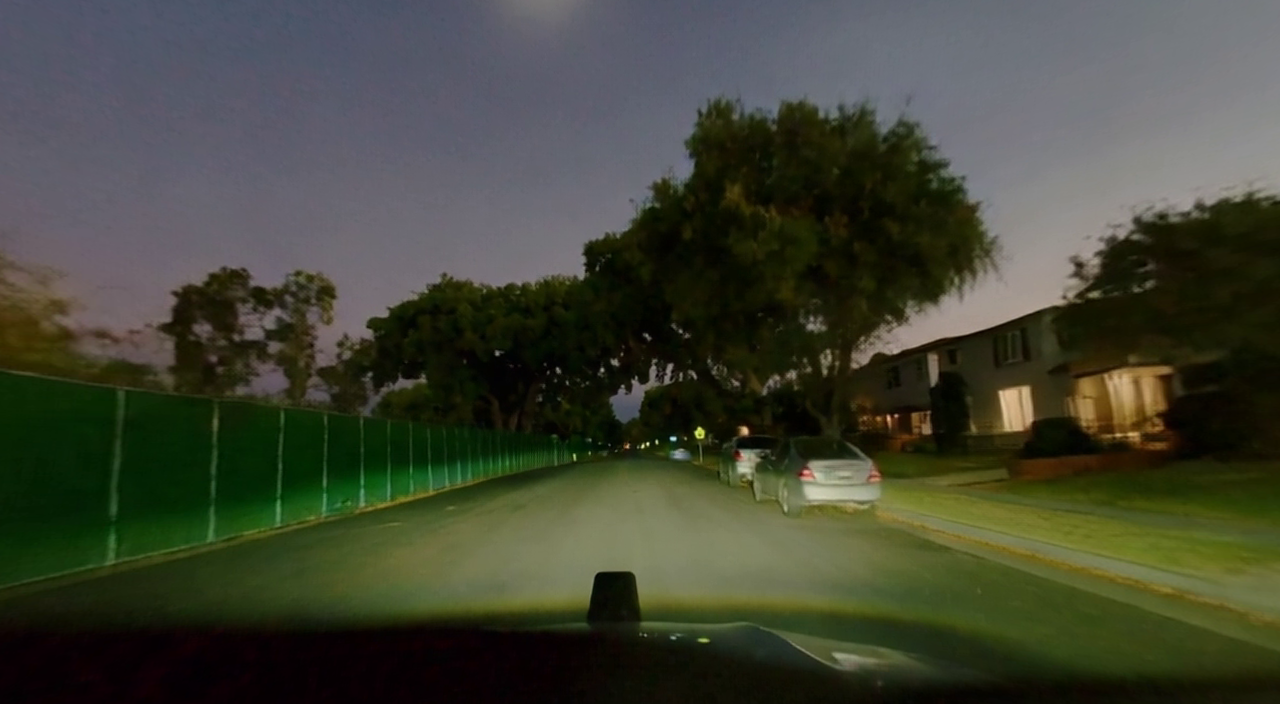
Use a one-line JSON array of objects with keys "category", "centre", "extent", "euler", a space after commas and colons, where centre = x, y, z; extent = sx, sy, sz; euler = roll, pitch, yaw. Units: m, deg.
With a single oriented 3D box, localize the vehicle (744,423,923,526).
[{"category": "vehicle", "centre": [3.591, 2.388, 12.890], "extent": [2.122, 1.673, 4.876], "euler": [0, -8, 0]}]
